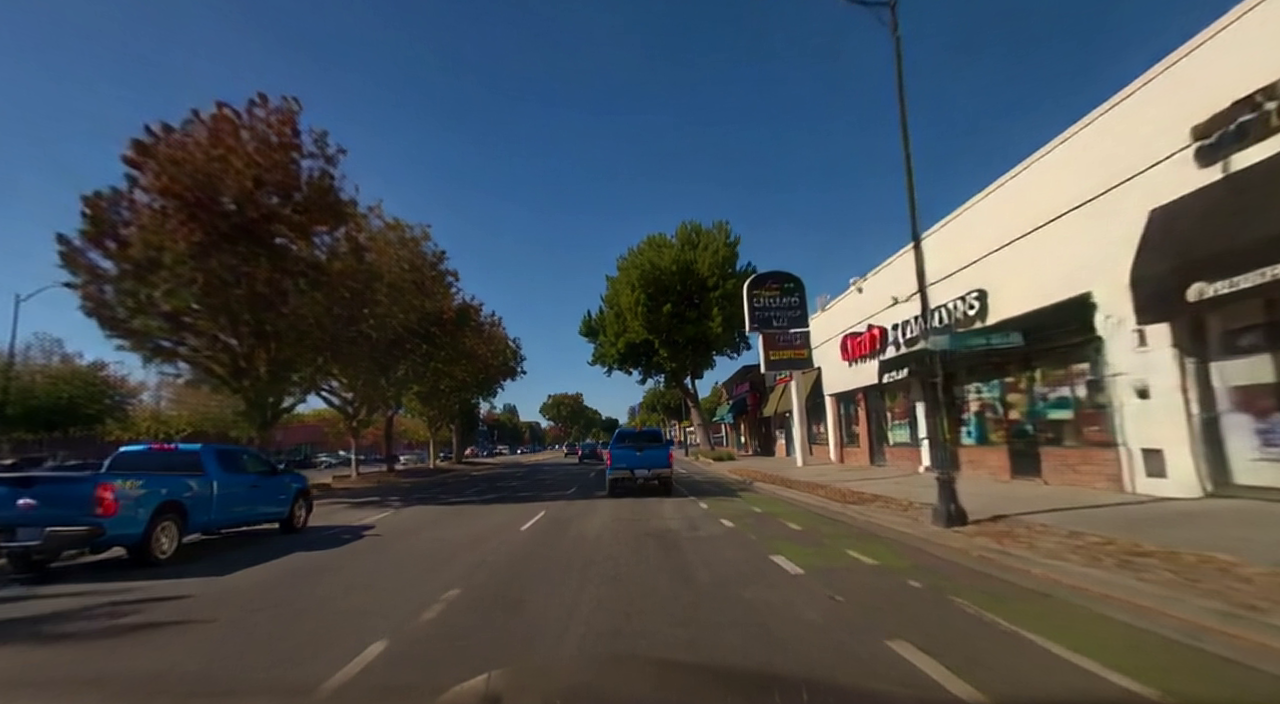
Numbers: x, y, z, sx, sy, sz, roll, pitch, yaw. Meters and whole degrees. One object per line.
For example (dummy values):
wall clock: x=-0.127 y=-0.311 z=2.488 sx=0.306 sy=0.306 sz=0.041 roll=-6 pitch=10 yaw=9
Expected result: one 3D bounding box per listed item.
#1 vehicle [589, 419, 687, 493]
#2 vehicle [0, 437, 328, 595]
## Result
vehicle: x=-0.144 y=3.179 z=19.663 sx=2.590 sy=1.932 sz=5.776 roll=0 pitch=-8 yaw=-2
vehicle: x=-6.092 y=1.841 z=8.103 sx=1.888 sy=1.424 sz=4.553 roll=0 pitch=-8 yaw=0
